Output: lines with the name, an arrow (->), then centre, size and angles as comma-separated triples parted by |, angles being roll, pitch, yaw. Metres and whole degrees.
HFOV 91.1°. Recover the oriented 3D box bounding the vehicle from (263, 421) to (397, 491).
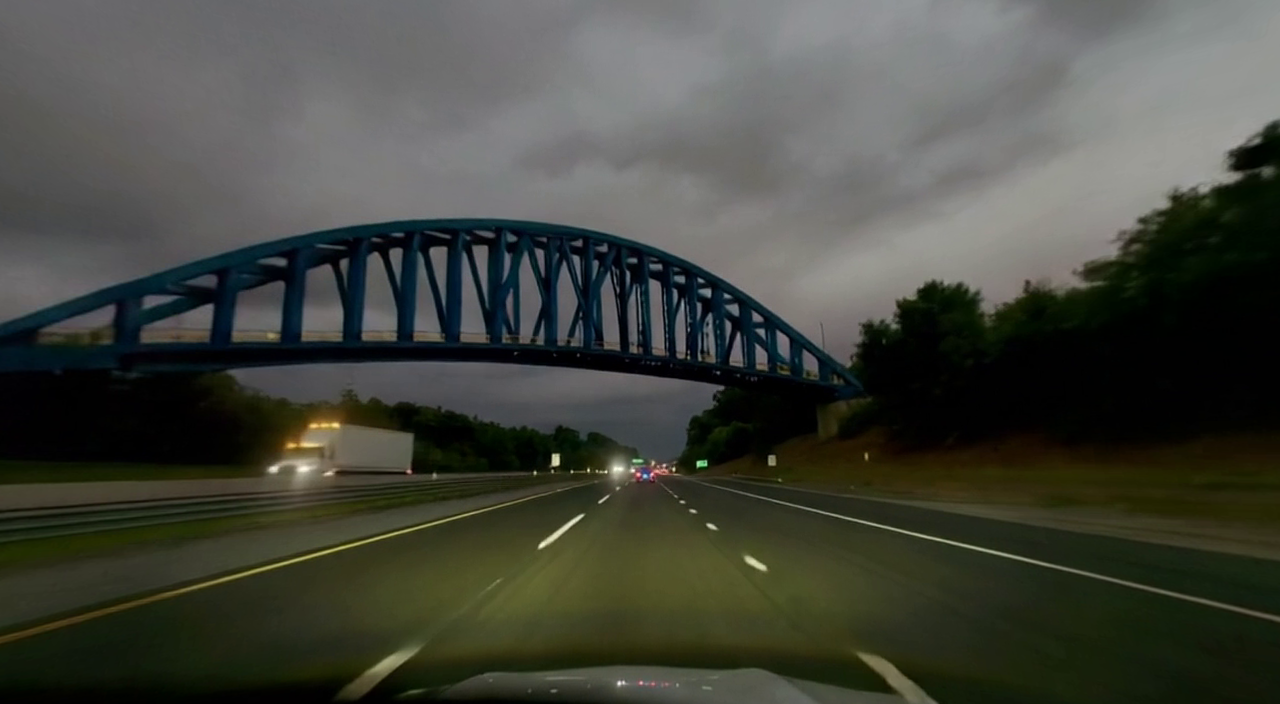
vehicle -> -19.588, 6.854, 40.844 | 2.981, 3.841, 10.691 | 0, -11, 1
